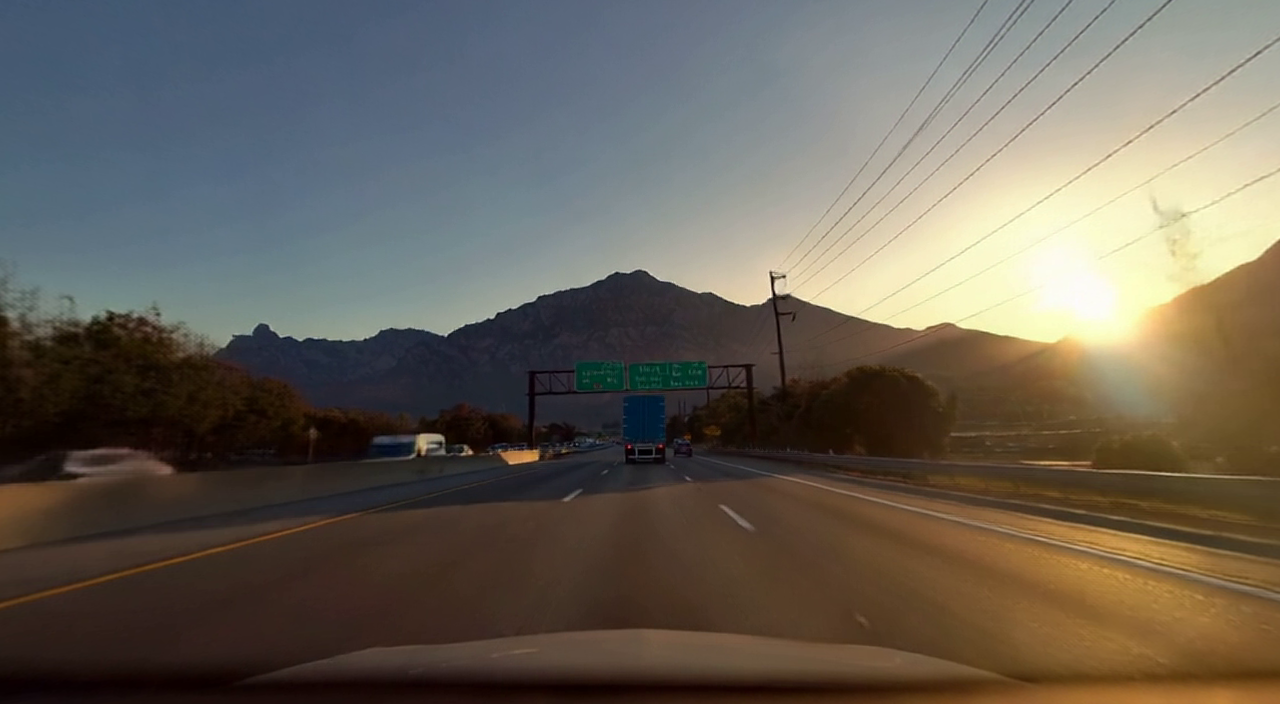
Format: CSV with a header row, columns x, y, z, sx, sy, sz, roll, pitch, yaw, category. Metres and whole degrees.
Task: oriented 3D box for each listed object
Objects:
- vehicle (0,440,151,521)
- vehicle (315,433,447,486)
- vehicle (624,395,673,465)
x,y,z,sx,sy,sz,roll,pitch,yaw,category
-16.143,3.231,16.194,2.118,1.889,6.262,0,-8,0,vehicle
-11.459,4.866,29.114,2.034,2.006,9.585,0,-8,0,vehicle
0.431,5.426,42.898,2.919,4.101,11.541,0,-8,-1,vehicle
